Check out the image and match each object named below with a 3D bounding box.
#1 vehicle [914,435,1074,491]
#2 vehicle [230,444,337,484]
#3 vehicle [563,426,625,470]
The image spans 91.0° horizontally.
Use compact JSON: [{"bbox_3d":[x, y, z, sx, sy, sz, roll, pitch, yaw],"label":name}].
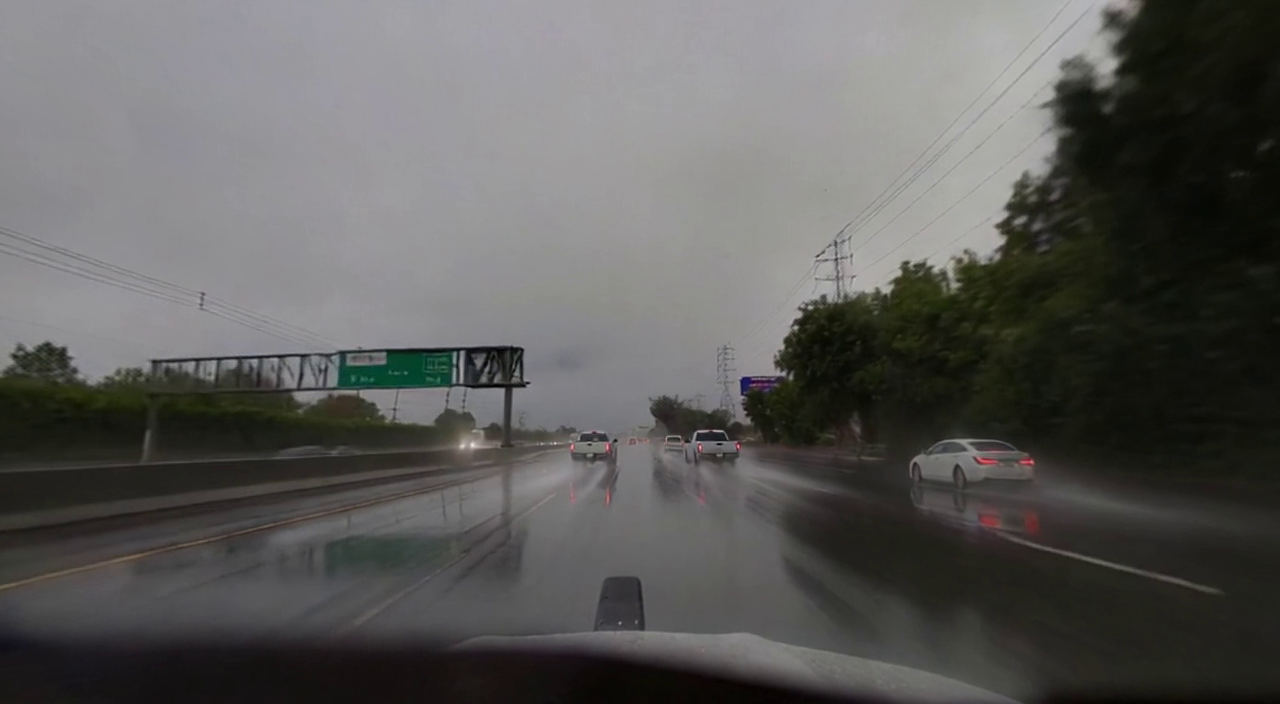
[{"bbox_3d":[10.397,3.294,19.018,2.076,1.470,4.644,0,-8,-1],"label":"vehicle"},{"bbox_3d":[-14.518,4.566,25.964,1.838,1.501,4.332,0,-8,0],"label":"vehicle"},{"bbox_3d":[-2.228,4.941,32.443,2.508,2.023,6.176,0,-8,2],"label":"vehicle"}]
